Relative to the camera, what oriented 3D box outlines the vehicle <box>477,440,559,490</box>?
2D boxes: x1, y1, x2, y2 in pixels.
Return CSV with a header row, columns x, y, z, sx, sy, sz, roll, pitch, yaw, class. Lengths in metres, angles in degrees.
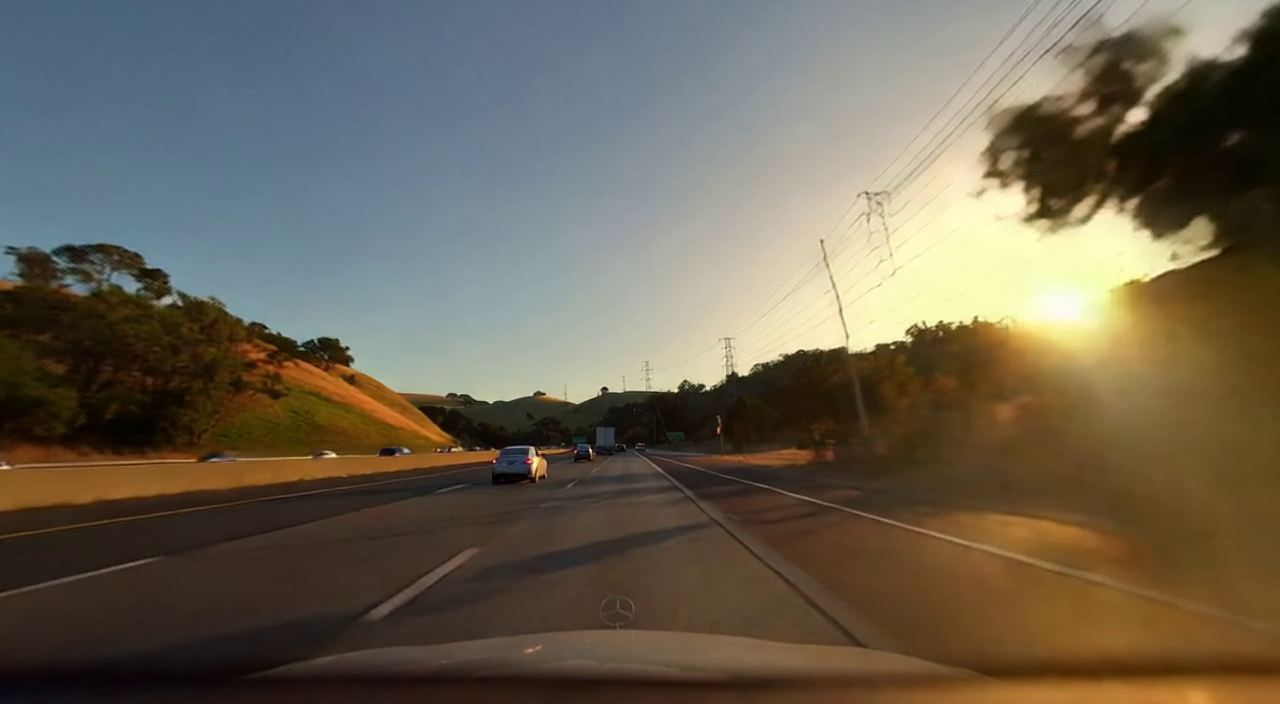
x,y,z,sx,sy,sz,roll,pitch,yaw,class
-4.097,3.877,22.015,1.963,1.533,4.477,0,-9,0,vehicle
